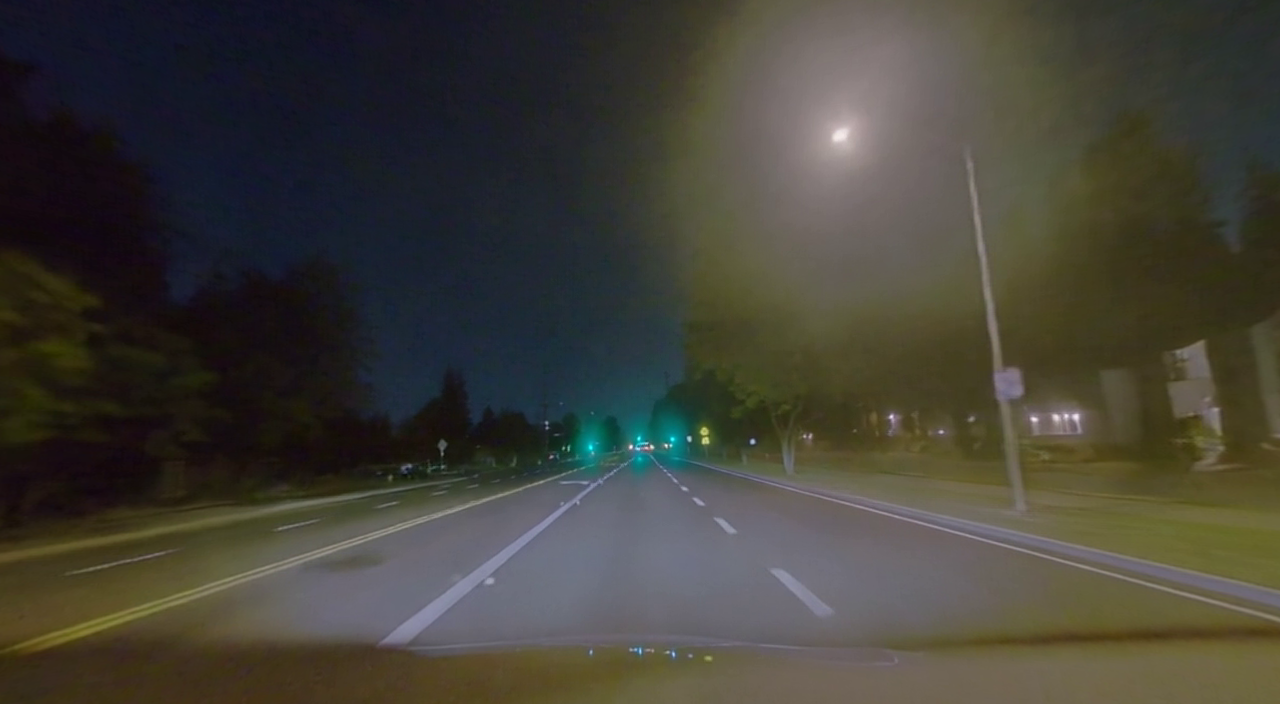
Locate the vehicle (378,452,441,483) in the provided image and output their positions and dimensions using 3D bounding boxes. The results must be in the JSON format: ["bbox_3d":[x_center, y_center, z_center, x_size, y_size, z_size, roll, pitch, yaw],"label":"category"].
[{"bbox_3d":[-14.180,7.102,39.035,2.199,1.592,4.492,-4,-8,1],"label":"vehicle"}]

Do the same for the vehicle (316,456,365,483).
[{"bbox_3d":[-19.205,7.512,40.534,2.012,1.572,3.830,1,-9,-13],"label":"vehicle"}]
